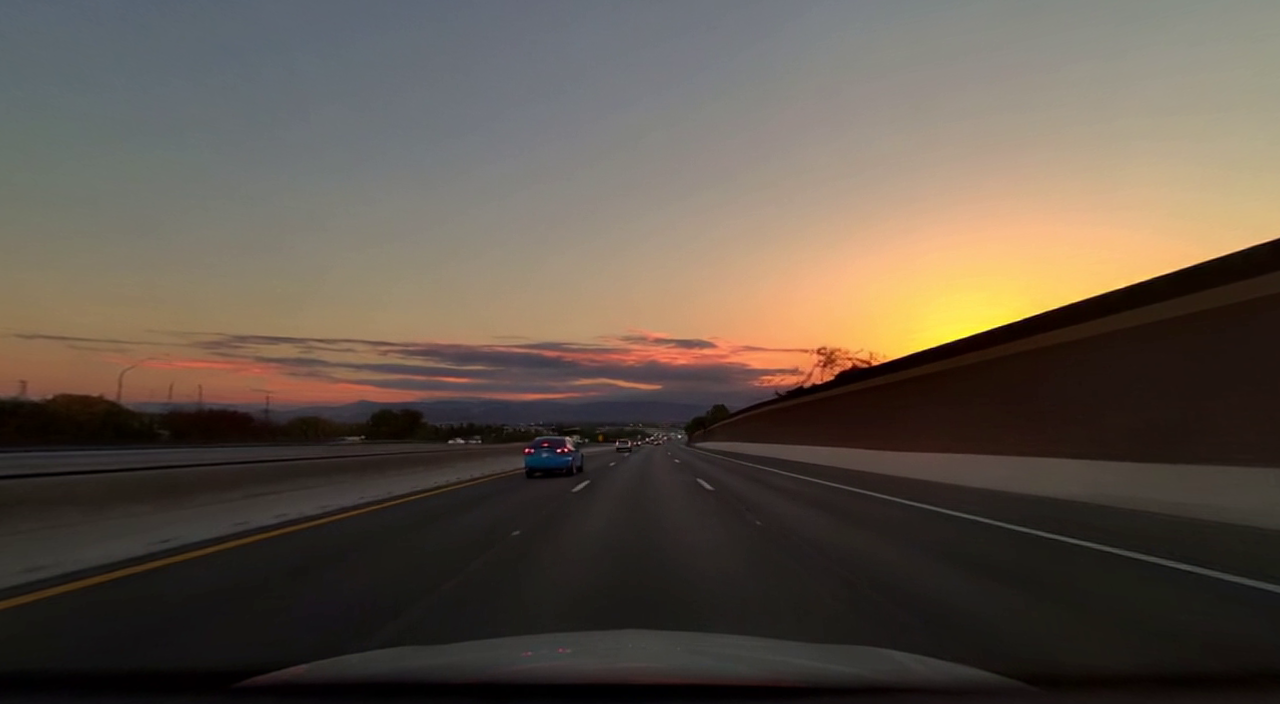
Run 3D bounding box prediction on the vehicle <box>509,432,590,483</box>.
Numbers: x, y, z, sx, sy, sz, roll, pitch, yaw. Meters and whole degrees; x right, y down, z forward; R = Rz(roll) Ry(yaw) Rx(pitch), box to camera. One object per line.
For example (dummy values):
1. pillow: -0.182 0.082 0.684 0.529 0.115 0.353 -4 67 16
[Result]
1. vehicle: -3.062 3.687 22.412 2.053 1.587 4.855 0 -8 2
